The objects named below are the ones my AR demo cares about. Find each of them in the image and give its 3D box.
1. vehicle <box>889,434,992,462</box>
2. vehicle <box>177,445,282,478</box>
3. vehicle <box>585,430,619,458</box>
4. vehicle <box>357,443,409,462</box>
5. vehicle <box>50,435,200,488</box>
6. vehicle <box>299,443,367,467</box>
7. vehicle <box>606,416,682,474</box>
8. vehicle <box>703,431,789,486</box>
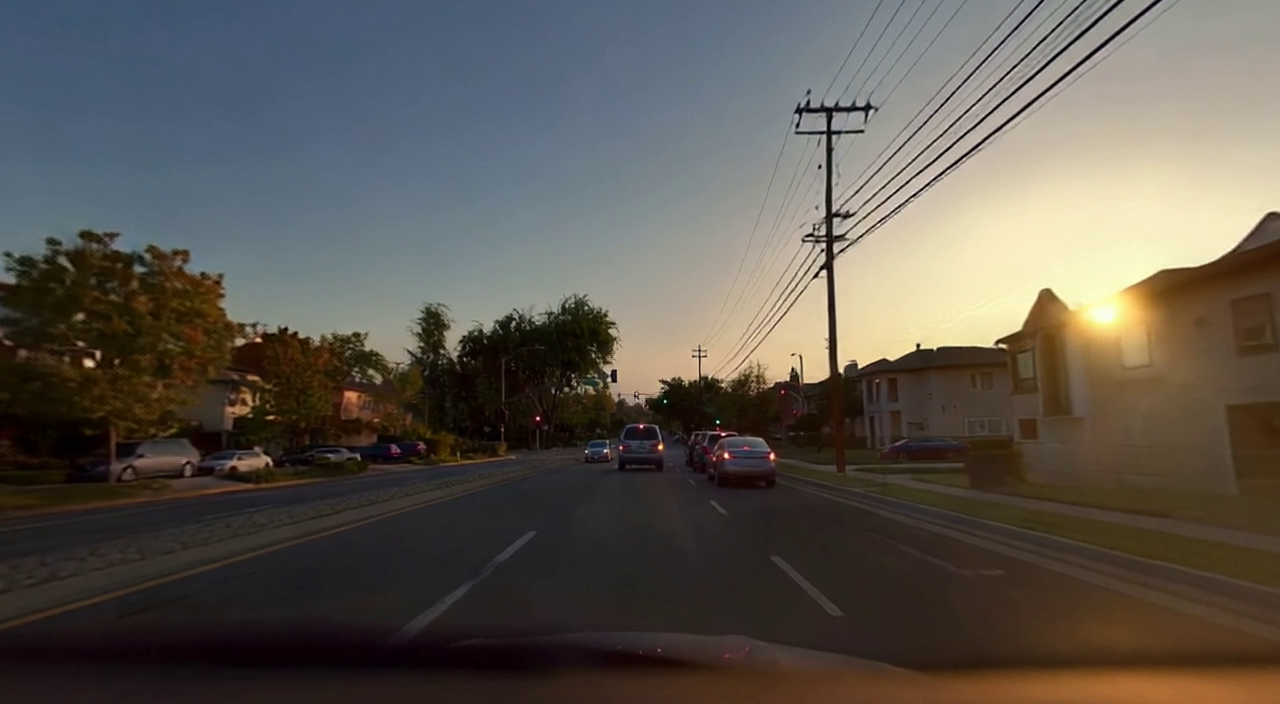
[{"bbox_3d":[16.520,5.292,34.798,4.671,1.495,1.900,-1,-8,4],"label":"vehicle"},{"bbox_3d":[-19.852,5.276,30.750,1.866,1.471,4.770,0,-8,1],"label":"vehicle"},{"bbox_3d":[-2.673,6.626,45.342,1.999,1.864,4.279,0,-8,3],"label":"vehicle"},{"bbox_3d":[-19.737,7.738,48.633,1.830,1.436,4.771,0,-8,2],"label":"vehicle"},{"bbox_3d":[-20.130,4.281,24.962,2.046,1.874,4.448,0,-8,2],"label":"vehicle"},{"bbox_3d":[-19.782,6.660,40.827,1.891,1.460,4.681,0,-8,2],"label":"vehicle"},{"bbox_3d":[0.159,3.788,25.640,2.769,2.087,5.130,0,-8,0],"label":"vehicle"},{"bbox_3d":[3.167,3.284,19.715,2.002,1.511,4.124,0,-8,1],"label":"vehicle"}]
